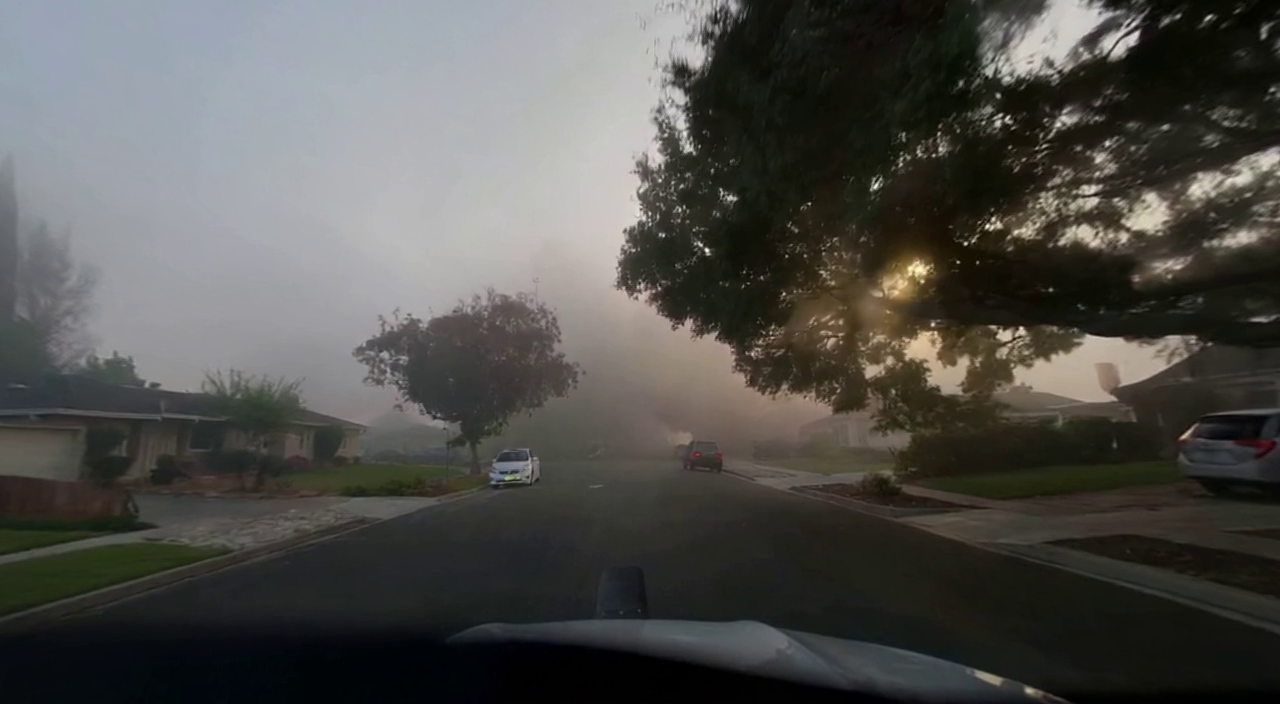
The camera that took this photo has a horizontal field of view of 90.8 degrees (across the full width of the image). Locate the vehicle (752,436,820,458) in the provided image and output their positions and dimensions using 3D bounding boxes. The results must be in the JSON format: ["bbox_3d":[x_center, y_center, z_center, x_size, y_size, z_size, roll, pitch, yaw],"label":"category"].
[{"bbox_3d":[11.478,7.480,49.857,4.781,1.700,1.914,0,-8,-3],"label":"vehicle"}]

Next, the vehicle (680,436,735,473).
[{"bbox_3d":[3.482,5.447,33.675,2.228,1.813,4.901,0,-8,-2],"label":"vehicle"}]

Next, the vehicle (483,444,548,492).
[{"bbox_3d":[-4.677,4.367,24.286,1.981,1.463,4.631,-1,-7,-5],"label":"vehicle"}]

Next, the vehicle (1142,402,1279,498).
[{"bbox_3d":[12.992,1.885,12.312,4.623,1.678,2.078,0,-8,-2],"label":"vehicle"}]

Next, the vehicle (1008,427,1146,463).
[{"bbox_3d":[19.007,4.079,27.659,4.484,1.492,2.071,0,-8,-1],"label":"vehicle"}]
